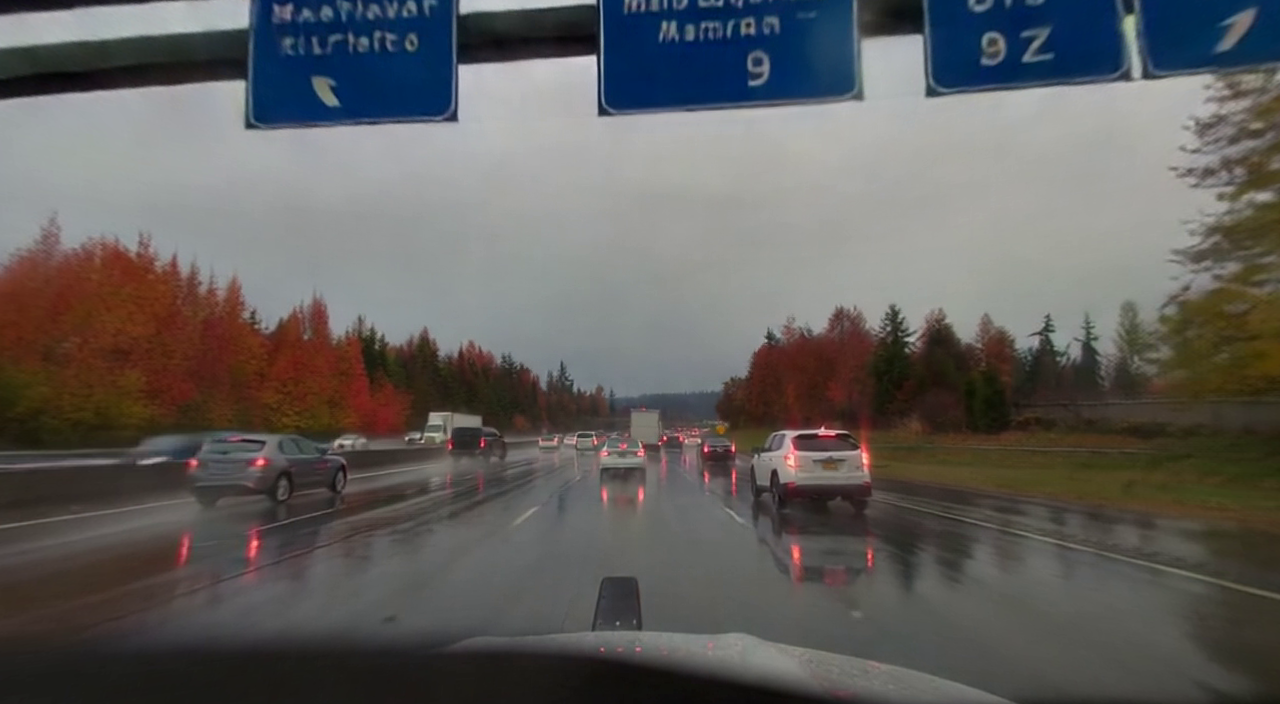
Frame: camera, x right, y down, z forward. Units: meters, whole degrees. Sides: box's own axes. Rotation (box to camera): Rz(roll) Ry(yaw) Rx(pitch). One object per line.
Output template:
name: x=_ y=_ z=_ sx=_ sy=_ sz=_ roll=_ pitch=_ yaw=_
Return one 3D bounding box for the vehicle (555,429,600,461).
vehicle: x=-3.550 y=5.348 z=36.327 sx=2.064 sy=1.672 sz=4.277 roll=0 pitch=-8 yaw=1

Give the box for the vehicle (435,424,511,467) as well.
vehicle: x=-7.459 y=4.247 z=28.659 sx=2.117 sy=1.779 sz=4.745 roll=0 pitch=-8 yaw=1

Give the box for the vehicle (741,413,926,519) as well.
vehicle: x=3.400 y=2.089 z=12.108 sx=2.095 sy=1.650 sz=4.331 roll=0 pitch=-8 yaw=-1

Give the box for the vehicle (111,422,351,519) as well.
vehicle: x=-7.471 y=2.166 z=12.085 sx=1.934 sy=1.526 sz=3.966 roll=0 pitch=-8 yaw=0

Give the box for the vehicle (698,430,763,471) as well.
vehicle: x=3.584 y=3.986 z=25.719 sx=1.972 sy=1.516 sz=4.514 roll=0 pitch=-8 yaw=0

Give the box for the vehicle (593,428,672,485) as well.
vehicle: x=-0.216 y=3.094 z=19.075 sx=2.111 sy=1.494 sz=4.364 roll=0 pitch=-8 yaw=-1
